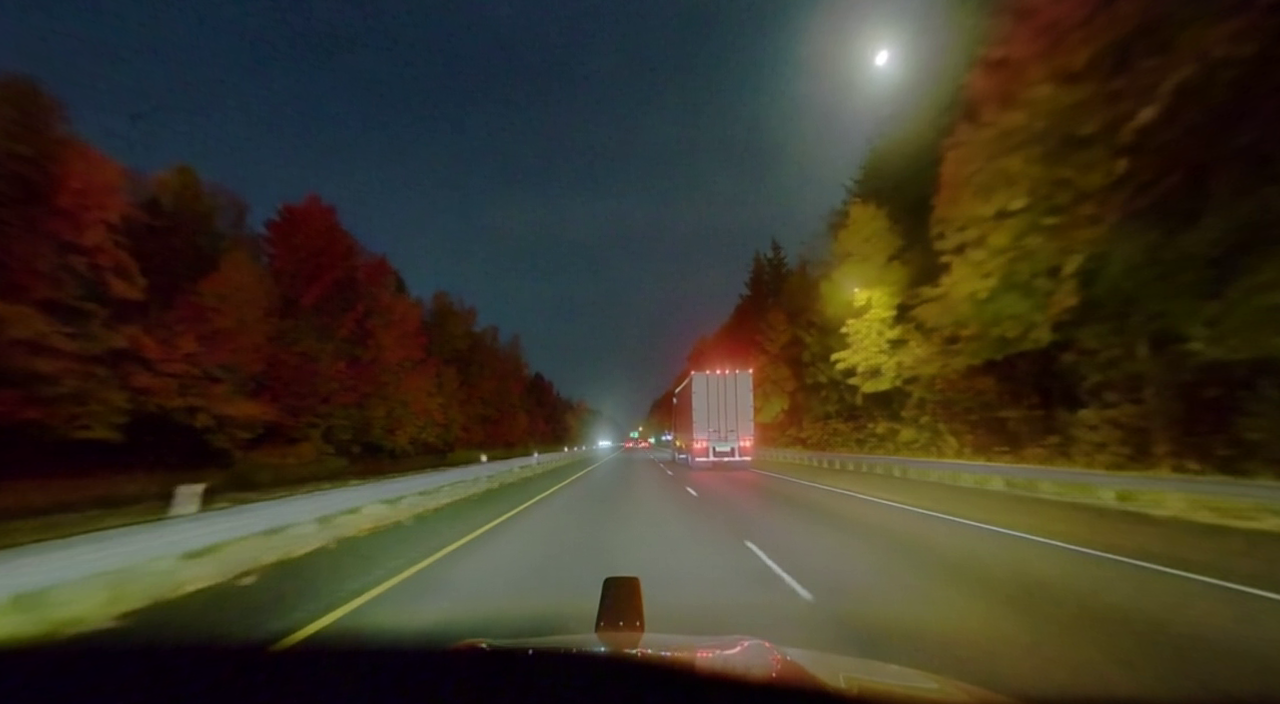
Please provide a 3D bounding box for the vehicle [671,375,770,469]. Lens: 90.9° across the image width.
[{"bbox_3d":[3.879,4.084,34.813,3.357,4.101,14.659,0,-8,-1],"label":"vehicle"}]
